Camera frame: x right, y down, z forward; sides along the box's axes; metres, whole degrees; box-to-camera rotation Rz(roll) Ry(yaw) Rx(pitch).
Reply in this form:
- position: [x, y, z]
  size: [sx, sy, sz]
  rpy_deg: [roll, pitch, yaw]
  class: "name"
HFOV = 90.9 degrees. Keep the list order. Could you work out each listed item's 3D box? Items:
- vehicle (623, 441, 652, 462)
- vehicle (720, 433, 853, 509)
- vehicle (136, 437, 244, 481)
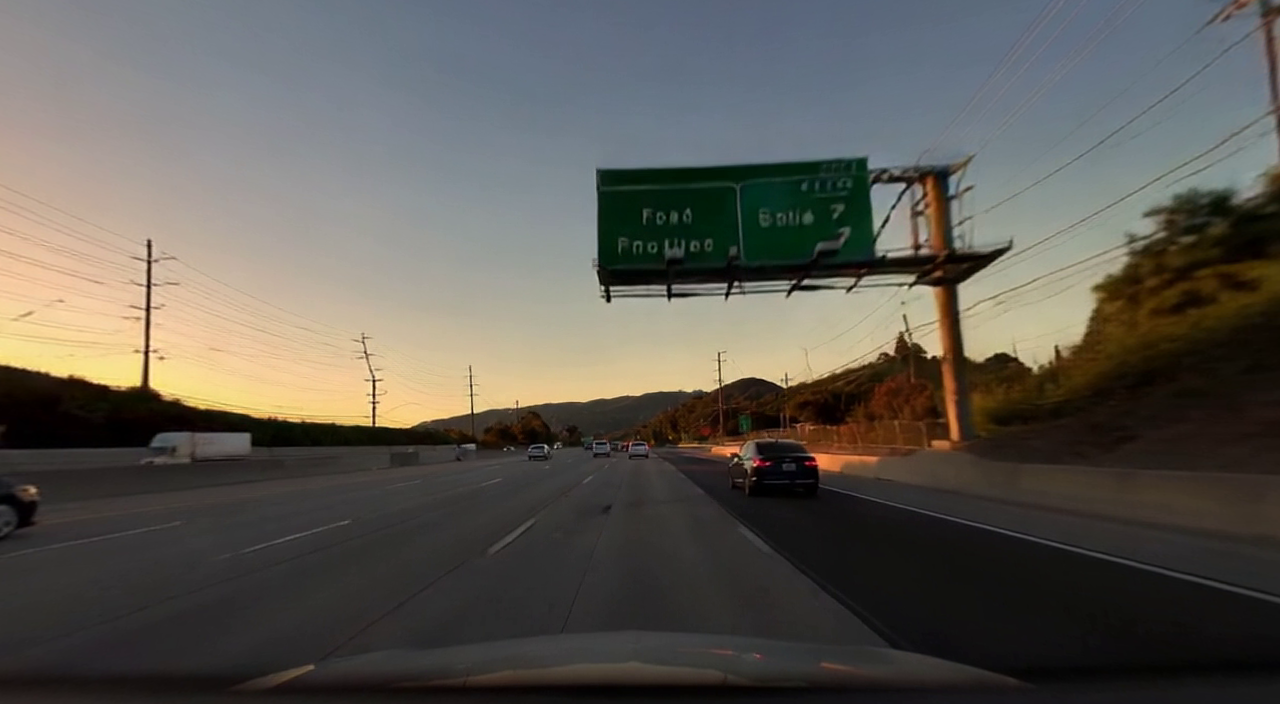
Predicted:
- position: [-0.172, 7.185, 45.679]
  size: [2.036, 1.474, 3.969]
  rpy_deg: [0, -8, 0]
  class: "vehicle"
- position: [3.285, 2.758, 15.164]
  size: [2.060, 1.526, 4.387]
  rpy_deg: [0, -8, -1]
  class: "vehicle"
- position: [-34.347, 8.128, 48.578]
  size: [2.906, 3.015, 7.192]
  rpy_deg: [-1, -8, 1]
  class: "vehicle"
